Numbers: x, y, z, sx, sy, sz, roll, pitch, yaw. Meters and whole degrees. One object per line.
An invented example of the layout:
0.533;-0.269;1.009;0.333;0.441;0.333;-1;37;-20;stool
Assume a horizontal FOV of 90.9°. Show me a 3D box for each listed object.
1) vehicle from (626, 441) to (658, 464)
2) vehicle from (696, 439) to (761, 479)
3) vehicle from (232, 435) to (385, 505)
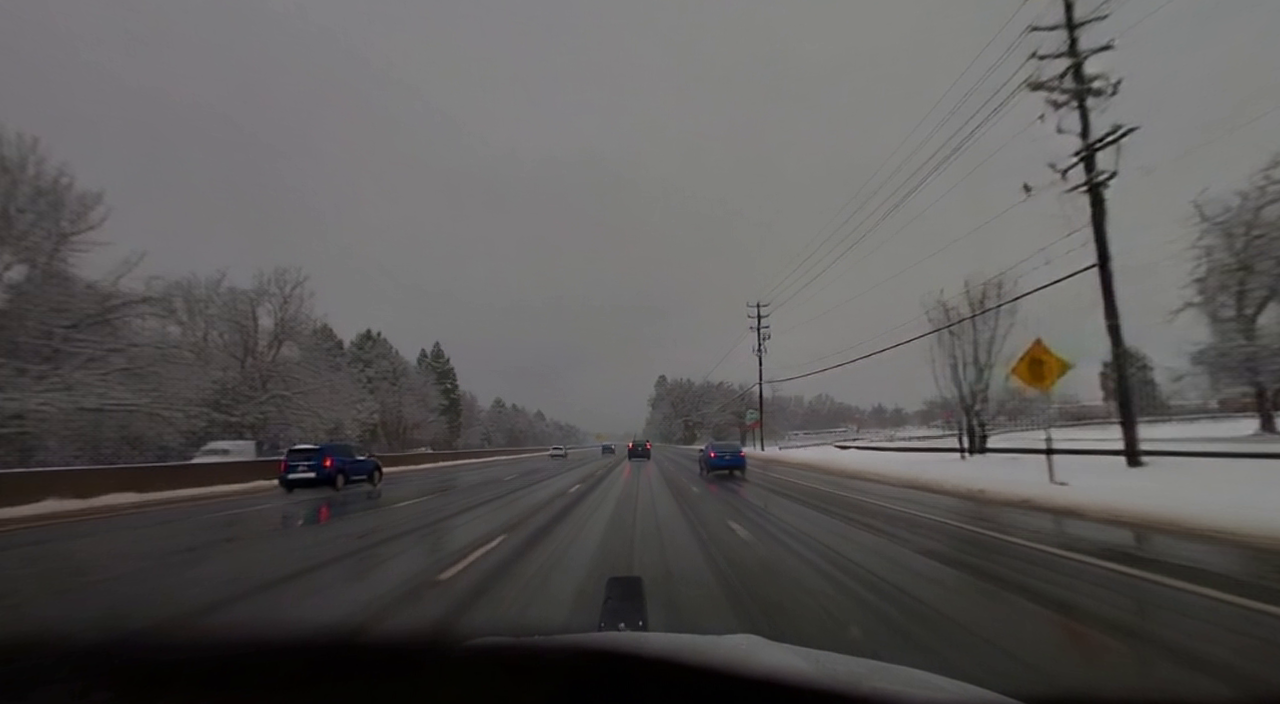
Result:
0.144;6.812;42.859;2.036;1.474;3.969;0;-8;0;vehicle
3.641;4.466;26.712;2.060;1.526;4.387;0;-8;-1;vehicle
-10.395;3.706;20.361;2.241;1.810;4.966;-4;-8;1;vehicle
